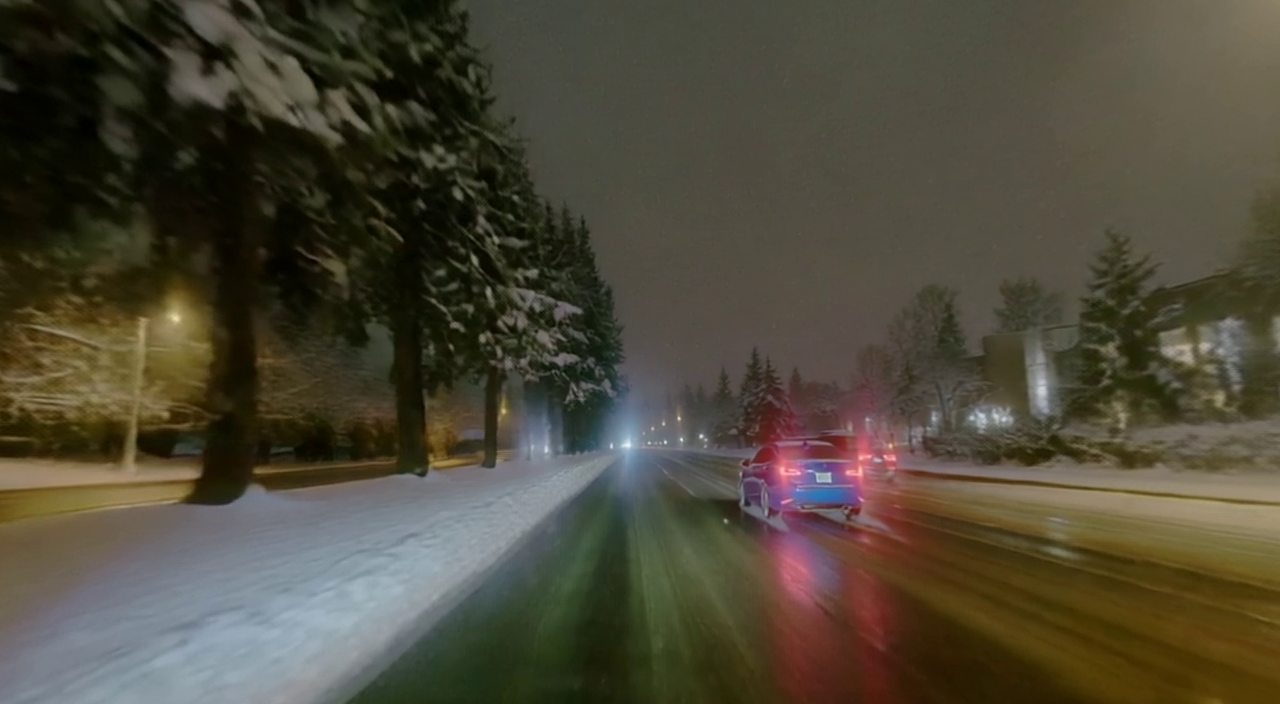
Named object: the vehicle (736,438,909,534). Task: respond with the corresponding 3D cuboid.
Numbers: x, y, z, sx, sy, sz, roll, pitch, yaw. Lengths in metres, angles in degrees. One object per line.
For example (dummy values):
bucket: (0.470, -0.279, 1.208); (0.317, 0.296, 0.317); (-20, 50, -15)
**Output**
vehicle: (3.169, 2.417, 12.021); (1.950, 1.473, 4.259); (0, -9, -1)
